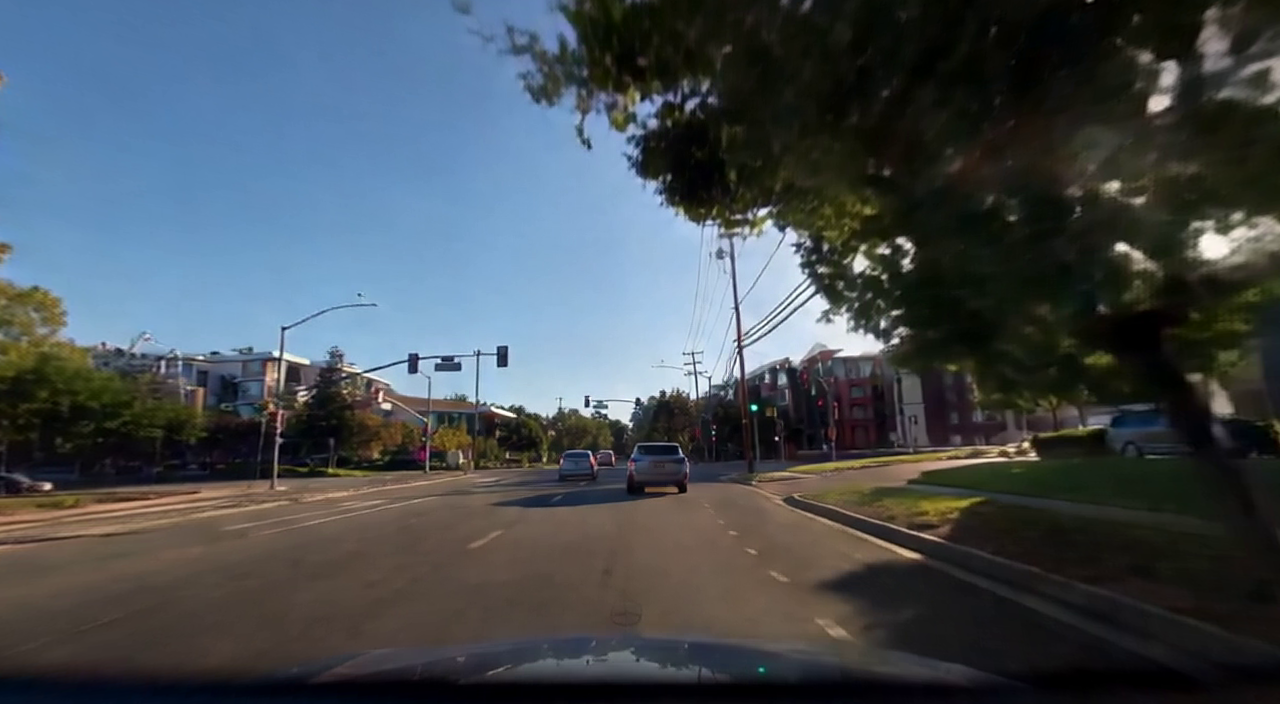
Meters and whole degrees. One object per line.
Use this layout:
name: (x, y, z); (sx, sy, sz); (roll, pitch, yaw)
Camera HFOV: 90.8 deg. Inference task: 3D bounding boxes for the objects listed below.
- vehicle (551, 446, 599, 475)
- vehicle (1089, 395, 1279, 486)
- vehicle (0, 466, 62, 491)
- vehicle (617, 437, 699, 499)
vehicle: (-3.574, 6.041, 35.374); (2.153, 1.474, 4.284); (0, -9, 1)
vehicle: (14.350, 2.255, 16.019); (2.225, 1.922, 5.243); (-1, -9, 3)
vehicle: (-43.589, 8.737, 43.710); (5.149, 1.515, 1.942); (2, -10, -1)
vehicle: (0.503, 3.366, 18.686); (2.156, 1.636, 3.923); (0, -9, 1)
